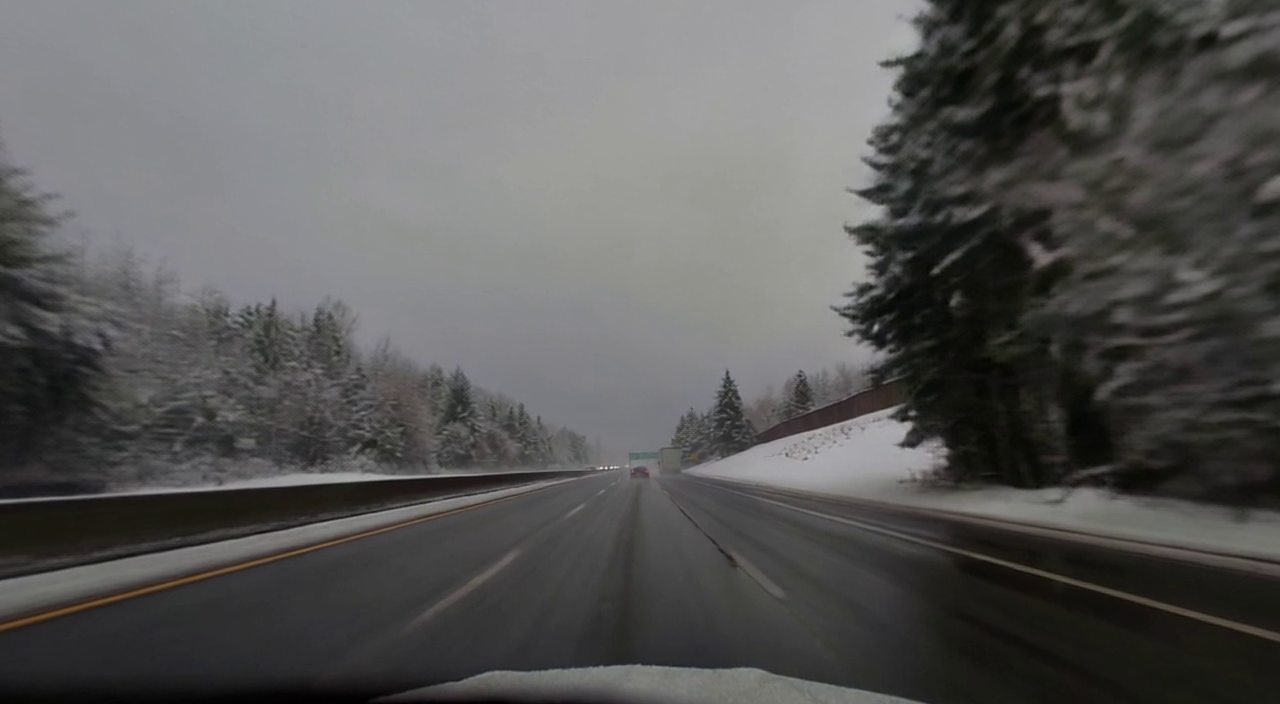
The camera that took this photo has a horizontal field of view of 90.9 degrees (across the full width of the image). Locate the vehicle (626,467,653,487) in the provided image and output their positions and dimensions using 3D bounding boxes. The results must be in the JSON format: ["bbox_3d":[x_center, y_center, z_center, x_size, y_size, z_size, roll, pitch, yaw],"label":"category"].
[{"bbox_3d":[-0.059,9.696,49.009,2.015,1.478,3.920,1,-10,-1],"label":"vehicle"}]
